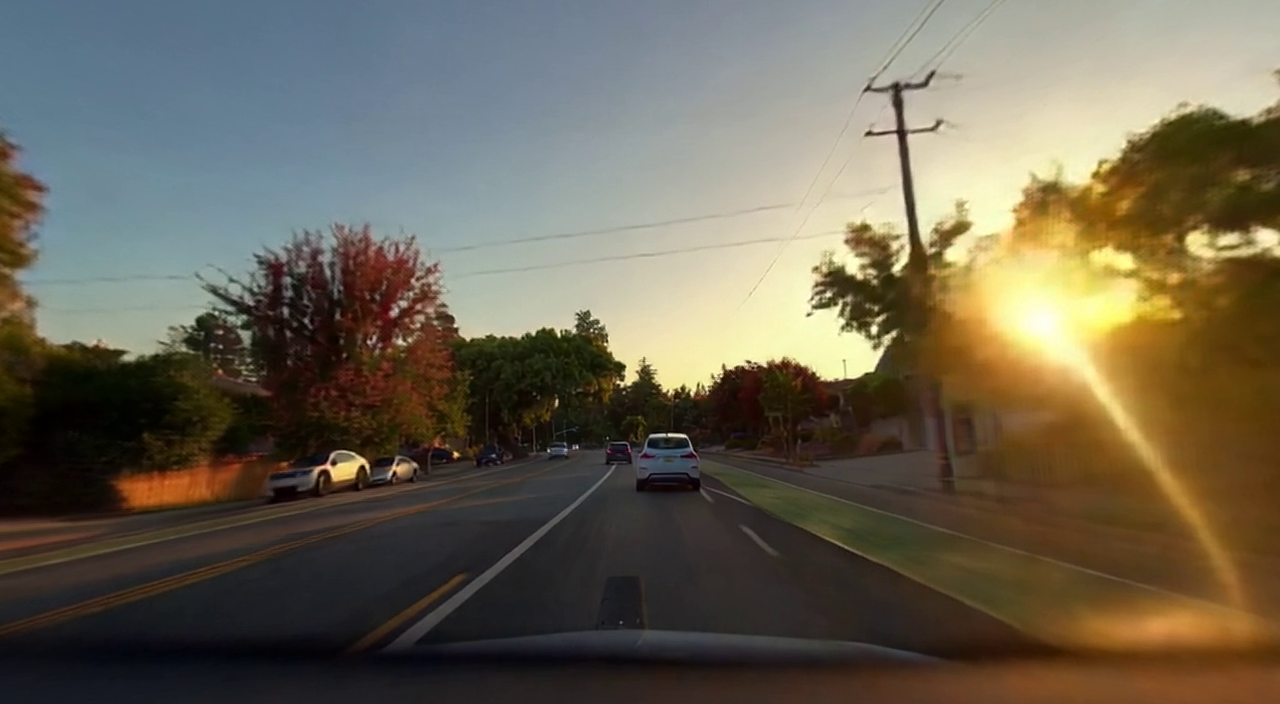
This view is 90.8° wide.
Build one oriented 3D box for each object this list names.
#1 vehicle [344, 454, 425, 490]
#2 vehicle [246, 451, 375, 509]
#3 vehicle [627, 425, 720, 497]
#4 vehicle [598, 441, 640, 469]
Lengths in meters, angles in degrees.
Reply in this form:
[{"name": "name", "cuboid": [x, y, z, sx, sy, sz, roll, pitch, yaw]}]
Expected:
[{"name": "vehicle", "cuboid": [-11.870, 5.584, 29.672, 1.831, 1.464, 4.520, 0, -8, 1]}, {"name": "vehicle", "cuboid": [-12.173, 4.687, 23.792, 2.150, 1.644, 5.120, -8, -9, -2]}, {"name": "vehicle", "cuboid": [0.795, 3.054, 18.112, 2.200, 1.763, 4.676, 0, -8, -3]}, {"name": "vehicle", "cuboid": [-1.209, 5.624, 34.636, 2.196, 1.449, 4.006, 0, -8, -4]}]
